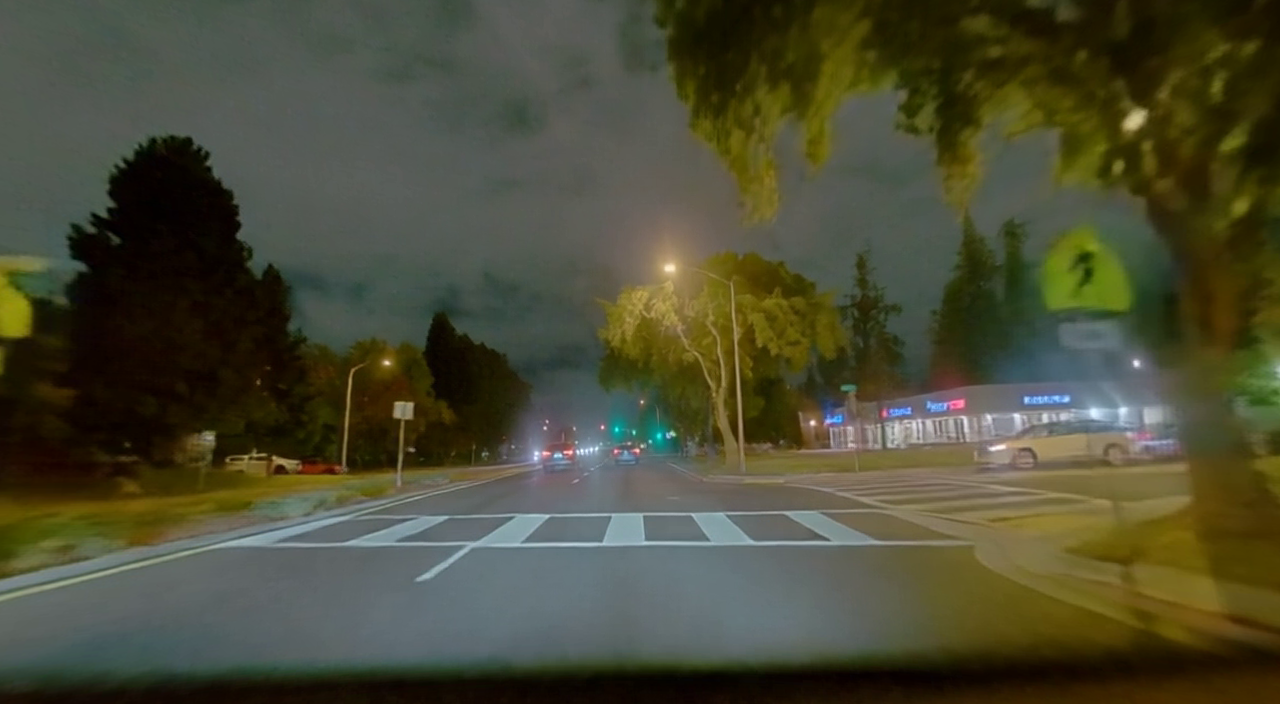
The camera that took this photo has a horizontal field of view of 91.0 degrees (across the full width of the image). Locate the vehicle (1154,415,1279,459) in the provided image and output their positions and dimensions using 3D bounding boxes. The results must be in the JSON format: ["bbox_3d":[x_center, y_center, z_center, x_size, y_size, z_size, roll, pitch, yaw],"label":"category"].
[{"bbox_3d":[22.175,3.111,22.988,5.025,1.532,1.958,0,-8,0],"label":"vehicle"}]

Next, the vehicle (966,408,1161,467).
[{"bbox_3d":[15.074,3.090,22.700,5.230,2.007,2.410,0,-8,1],"label":"vehicle"}]

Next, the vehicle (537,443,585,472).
[{"bbox_3d":[-4.177,5.639,33.946,2.083,1.460,4.527,0,-8,-1],"label":"vehicle"}]

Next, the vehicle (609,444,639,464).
[{"bbox_3d":[-1.182,7.727,47.793,2.187,1.478,4.138,0,-8,-1],"label":"vehicle"}]
